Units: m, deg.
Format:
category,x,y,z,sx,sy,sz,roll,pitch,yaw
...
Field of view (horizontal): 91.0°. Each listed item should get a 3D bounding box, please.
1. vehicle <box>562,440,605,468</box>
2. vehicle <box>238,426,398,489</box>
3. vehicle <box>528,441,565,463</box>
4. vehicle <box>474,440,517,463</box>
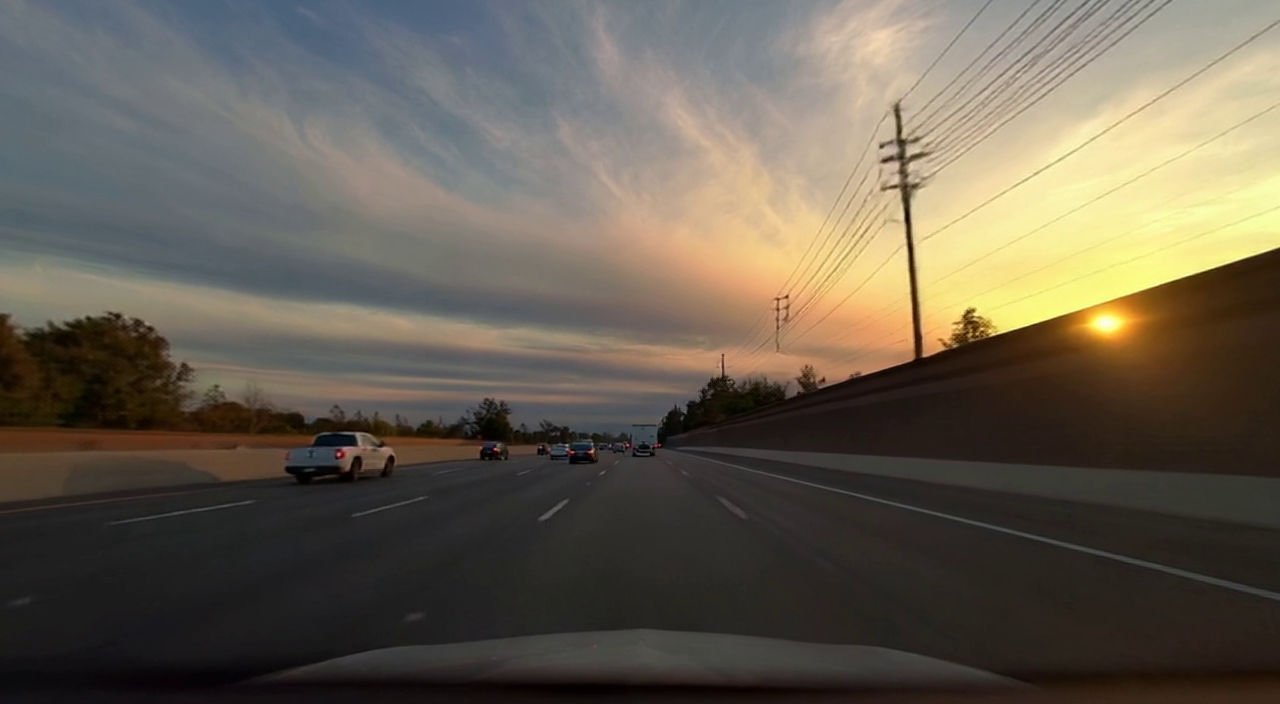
category,x,y,z,sx,sy,sz,roll,pitch,yaw
vehicle,-3.294,6.090,37.741,2.045,1.532,4.954,0,-9,1
vehicle,-10.625,3.550,21.505,2.310,1.853,5.817,0,-9,1
vehicle,-6.893,7.418,46.920,1.946,1.514,4.687,0,-9,1
vehicle,-10.837,7.483,47.533,2.058,1.621,4.739,0,-9,1
